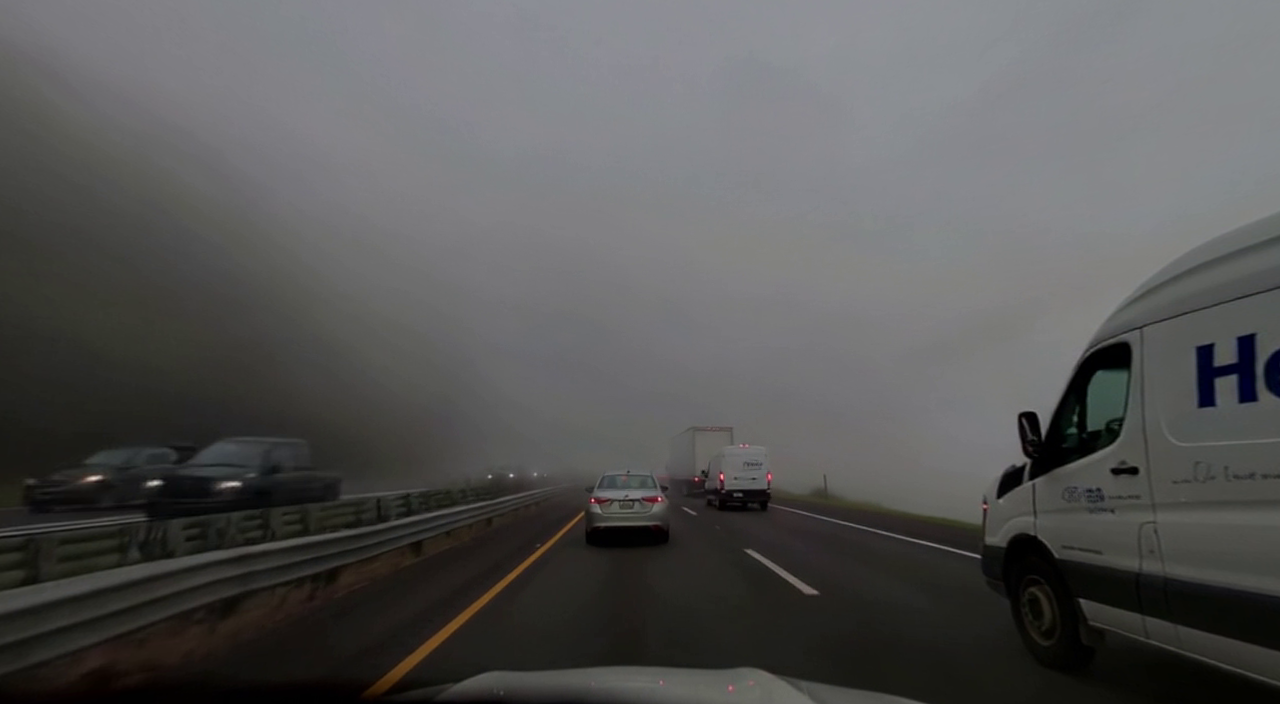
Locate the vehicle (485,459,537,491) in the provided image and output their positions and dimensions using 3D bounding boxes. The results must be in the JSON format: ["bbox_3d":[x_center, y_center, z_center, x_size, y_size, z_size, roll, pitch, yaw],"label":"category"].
[{"bbox_3d":[-7.008,6.770,34.717,2.012,1.601,4.042,1,-11,0],"label":"vehicle"}]

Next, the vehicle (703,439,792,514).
[{"bbox_3d":[3.995,4.810,24.570,2.328,2.537,5.290,1,-11,-2],"label":"vehicle"}]

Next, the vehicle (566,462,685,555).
[{"bbox_3d":[-0.255,2.924,12.228,1.980,1.493,3.410,1,-11,-1],"label":"vehicle"}]

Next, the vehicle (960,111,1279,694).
[{"bbox_3d":[5.602,0.194,3.342,2.890,3.726,9.269,0,-11,0],"label":"vehicle"}]

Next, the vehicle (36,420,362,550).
[{"bbox_3d":[-6.641,2.114,10.345,2.069,1.628,4.479,1,-11,0],"label":"vehicle"}]
